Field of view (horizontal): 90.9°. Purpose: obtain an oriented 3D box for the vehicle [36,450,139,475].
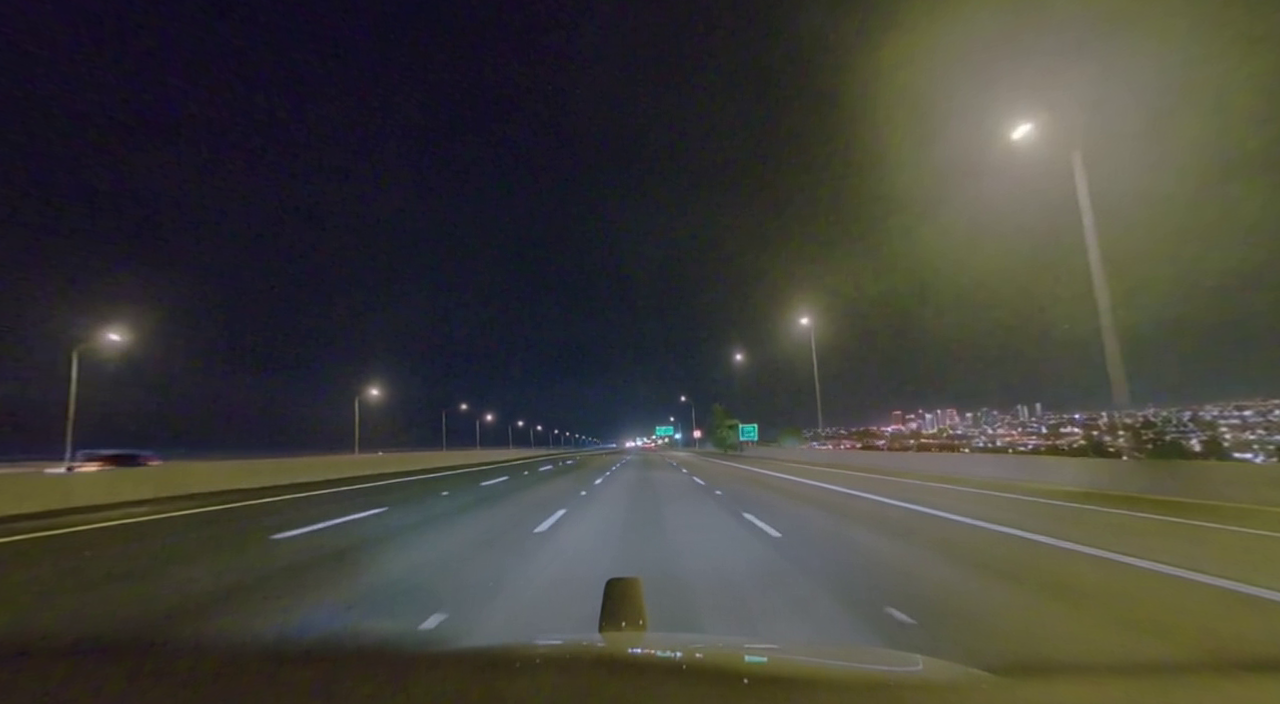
[{"bbox_3d":[-25.062,4.997,28.743,1.572,1.012,3.433,0,-8,1],"label":"vehicle"}]
